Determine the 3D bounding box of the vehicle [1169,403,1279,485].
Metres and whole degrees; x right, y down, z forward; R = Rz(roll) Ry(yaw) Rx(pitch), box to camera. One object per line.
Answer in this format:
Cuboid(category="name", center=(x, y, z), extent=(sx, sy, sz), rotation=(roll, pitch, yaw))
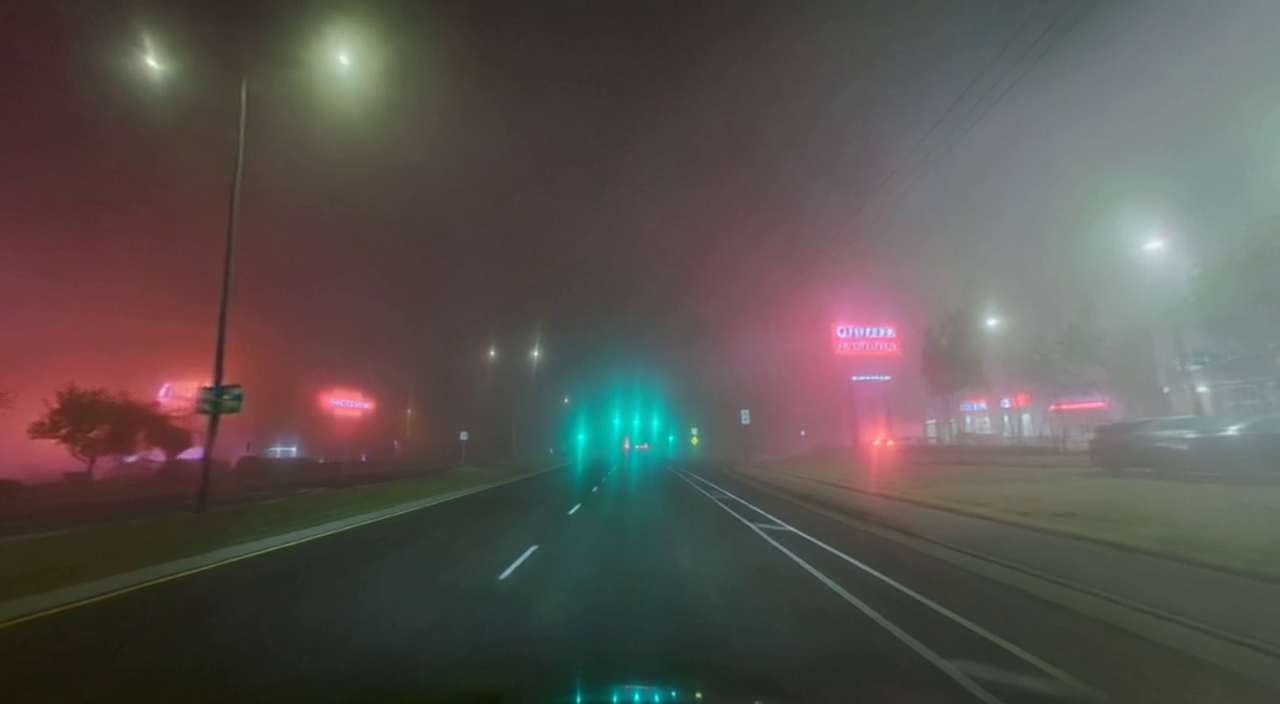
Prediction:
Cuboid(category="vehicle", center=(13.793, 1.866, 12.911), extent=(4.310, 1.488, 2.003), rotation=(1, -9, -6))
